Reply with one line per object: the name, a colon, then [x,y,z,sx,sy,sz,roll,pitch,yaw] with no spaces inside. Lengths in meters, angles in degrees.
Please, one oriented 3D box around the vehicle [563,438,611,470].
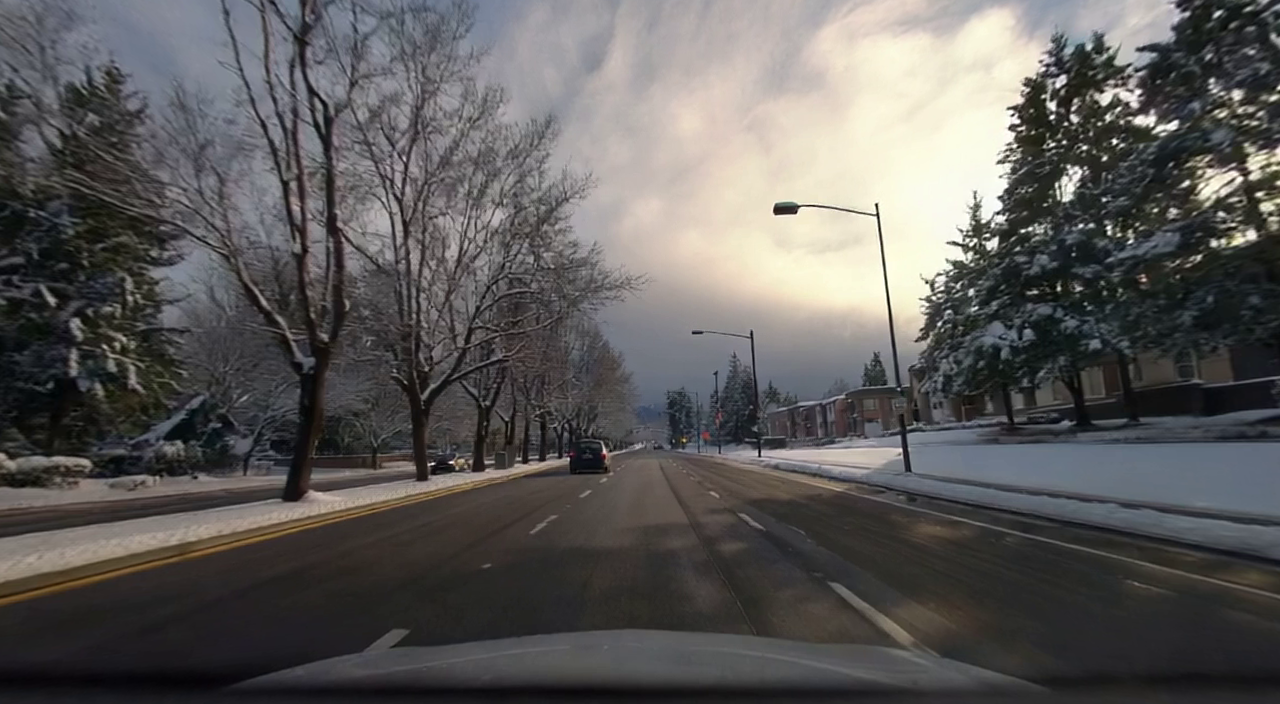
vehicle: [-2.961,5.845,36.216,2.283,1.716,4.395,0,-8,2]
